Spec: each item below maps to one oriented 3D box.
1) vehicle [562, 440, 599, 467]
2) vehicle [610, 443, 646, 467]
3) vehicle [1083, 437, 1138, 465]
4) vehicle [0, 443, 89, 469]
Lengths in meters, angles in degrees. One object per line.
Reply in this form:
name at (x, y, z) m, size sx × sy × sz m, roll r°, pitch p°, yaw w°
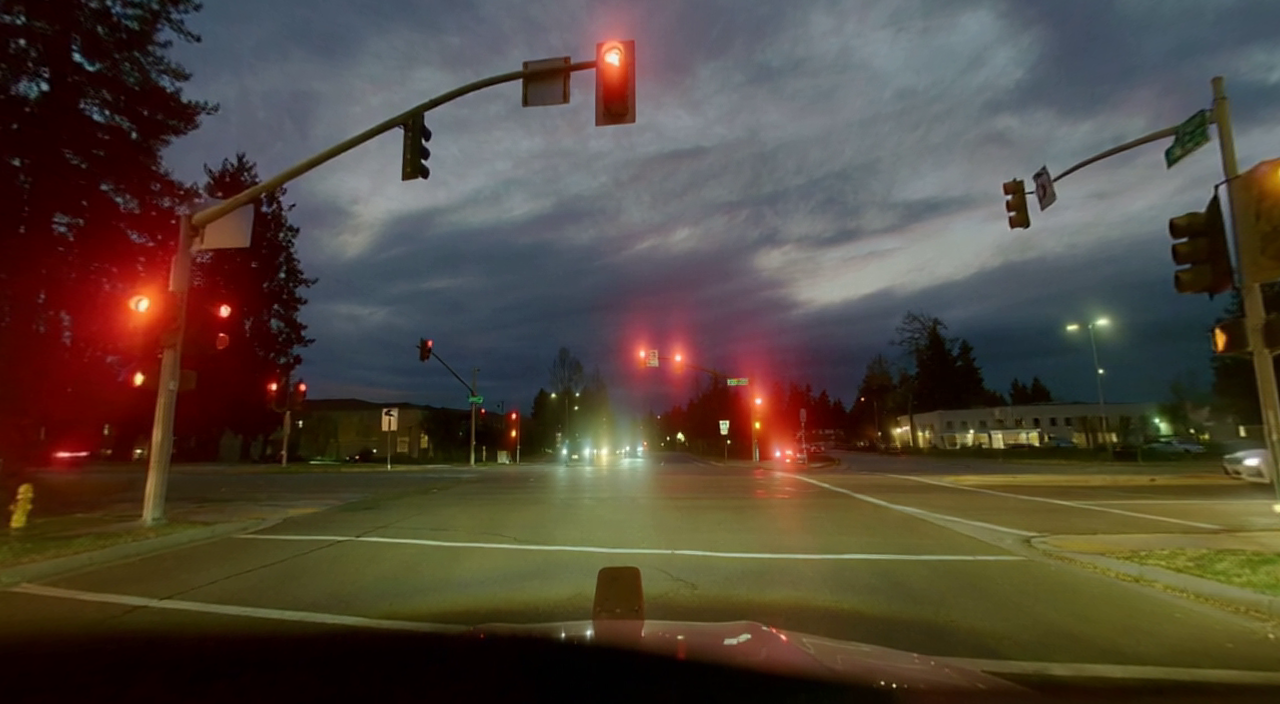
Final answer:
vehicle at (-4.106, 7.103, 44.257) m, size 2.251 × 1.756 × 4.610 m, roll 0°, pitch -9°, yaw -1°
vehicle at (-0.862, 6.842, 42.057) m, size 2.056 × 1.492 × 3.937 m, roll 1°, pitch -9°, yaw -6°
vehicle at (26.967, 5.654, 36.146) m, size 2.092 × 1.474 × 4.046 m, roll -8°, pitch -11°, yaw 40°
vehicle at (-35.655, 6.180, 37.562) m, size 4.588 × 1.484 × 2.000 m, roll -3°, pitch -9°, yaw 15°
